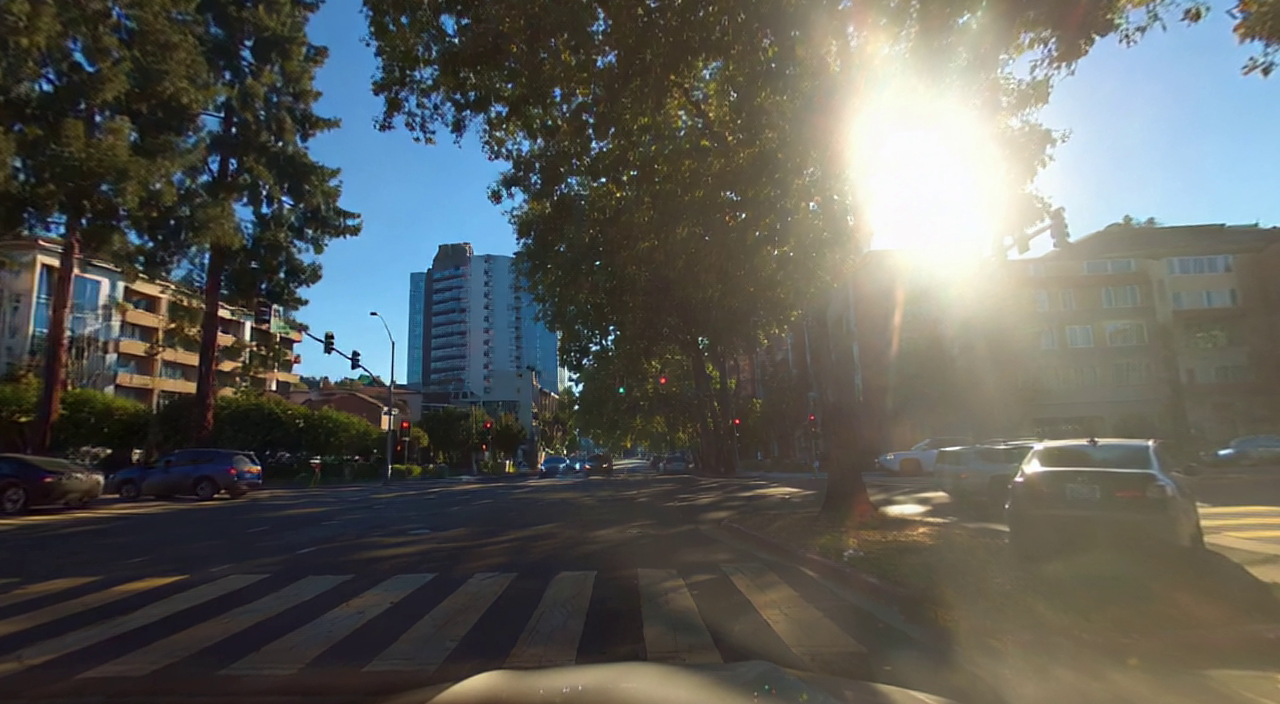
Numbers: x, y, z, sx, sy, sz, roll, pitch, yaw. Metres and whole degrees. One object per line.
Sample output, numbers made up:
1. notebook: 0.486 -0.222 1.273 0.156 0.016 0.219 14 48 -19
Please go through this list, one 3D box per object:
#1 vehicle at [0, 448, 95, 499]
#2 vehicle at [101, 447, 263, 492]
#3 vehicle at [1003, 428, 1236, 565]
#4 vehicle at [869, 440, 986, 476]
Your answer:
1. vehicle: -23.536 4.440 23.261 4.748 1.727 2.325 0 -8 1
2. vehicle: -19.164 4.949 26.651 4.798 1.763 2.536 0 -10 0
3. vehicle: 7.142 2.000 9.676 2.189 1.536 4.492 -6 -10 35
4. vehicle: 15.887 5.881 35.149 5.220 1.897 2.596 0 -8 0
